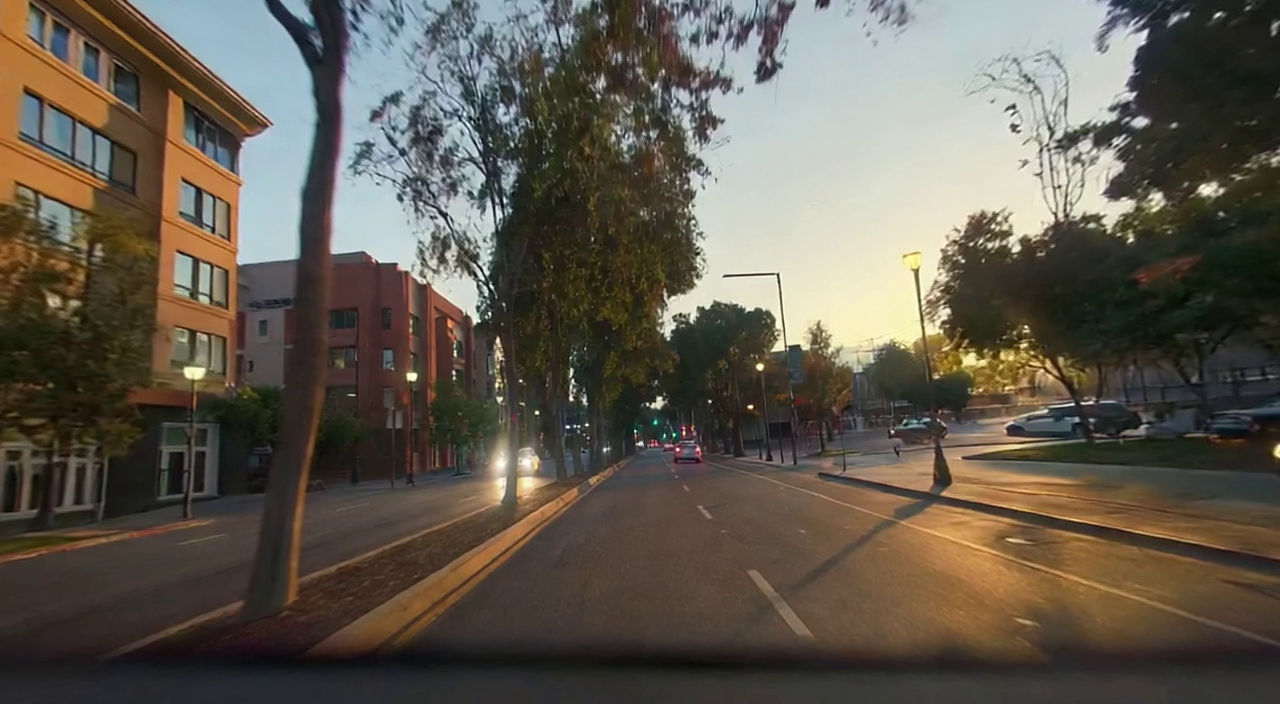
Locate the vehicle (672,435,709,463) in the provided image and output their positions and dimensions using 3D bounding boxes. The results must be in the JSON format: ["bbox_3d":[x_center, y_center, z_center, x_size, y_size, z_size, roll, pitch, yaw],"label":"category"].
[{"bbox_3d":[3.305,6.504,42.288,2.129,1.719,4.205,0,-8,0],"label":"vehicle"}]

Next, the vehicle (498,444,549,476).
[{"bbox_3d":[-6.870,6.415,37.716,2.031,1.723,4.566,0,-8,2],"label":"vehicle"}]
